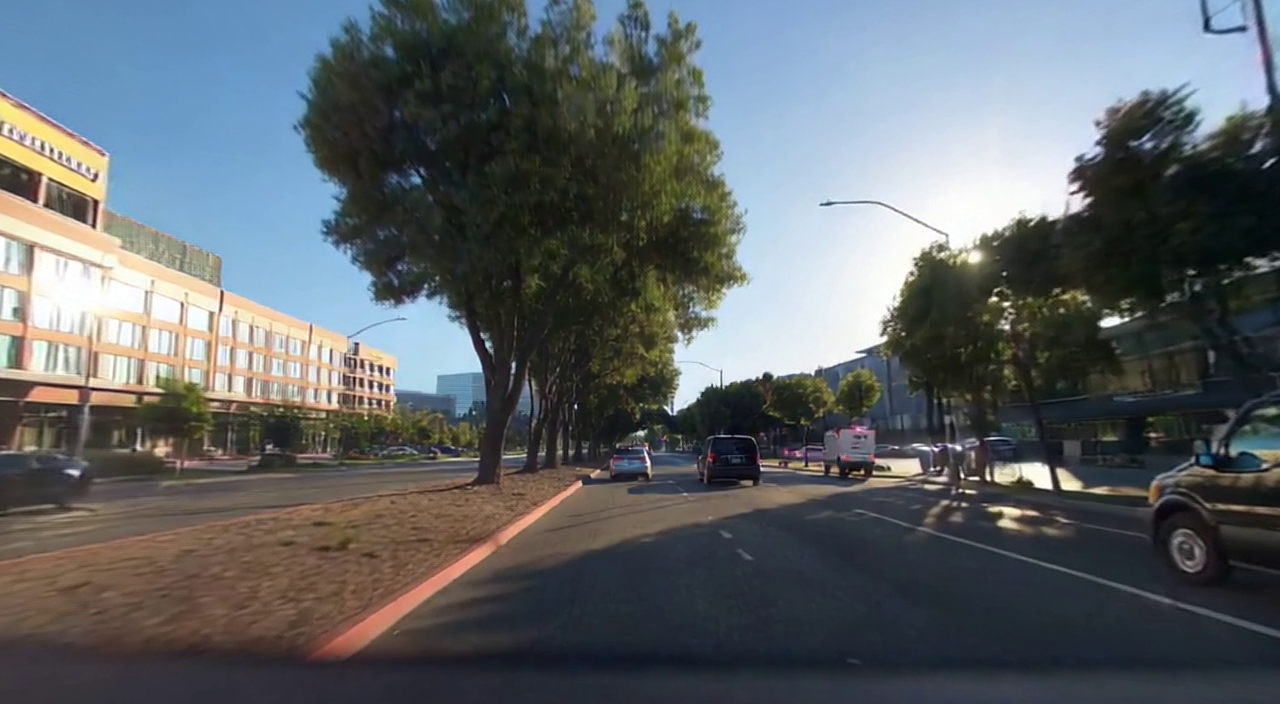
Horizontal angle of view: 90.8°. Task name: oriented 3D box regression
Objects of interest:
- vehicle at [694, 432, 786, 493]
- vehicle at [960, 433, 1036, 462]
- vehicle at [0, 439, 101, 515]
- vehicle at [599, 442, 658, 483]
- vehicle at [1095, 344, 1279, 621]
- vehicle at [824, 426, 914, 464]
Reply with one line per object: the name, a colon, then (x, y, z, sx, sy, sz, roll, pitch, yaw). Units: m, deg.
vehicle: (3.003, 3.422, 19.923, 2.047, 1.711, 4.265, 0, -8, -2)
vehicle: (27.488, 7.334, 48.547, 4.770, 2.109, 2.230, 2, -9, -16)
vehicle: (-15.172, 2.841, 14.421, 1.919, 1.666, 4.288, 0, -8, 0)
vehicle: (-0.412, 4.242, 24.559, 2.095, 1.456, 3.873, 0, -8, 0)
vehicle: (6.277, 0.868, 3.968, 2.573, 2.127, 5.568, 0, -9, -1)
vehicle: (17.594, 7.172, 48.806, 5.907, 2.777, 2.431, 0, -8, -2)
